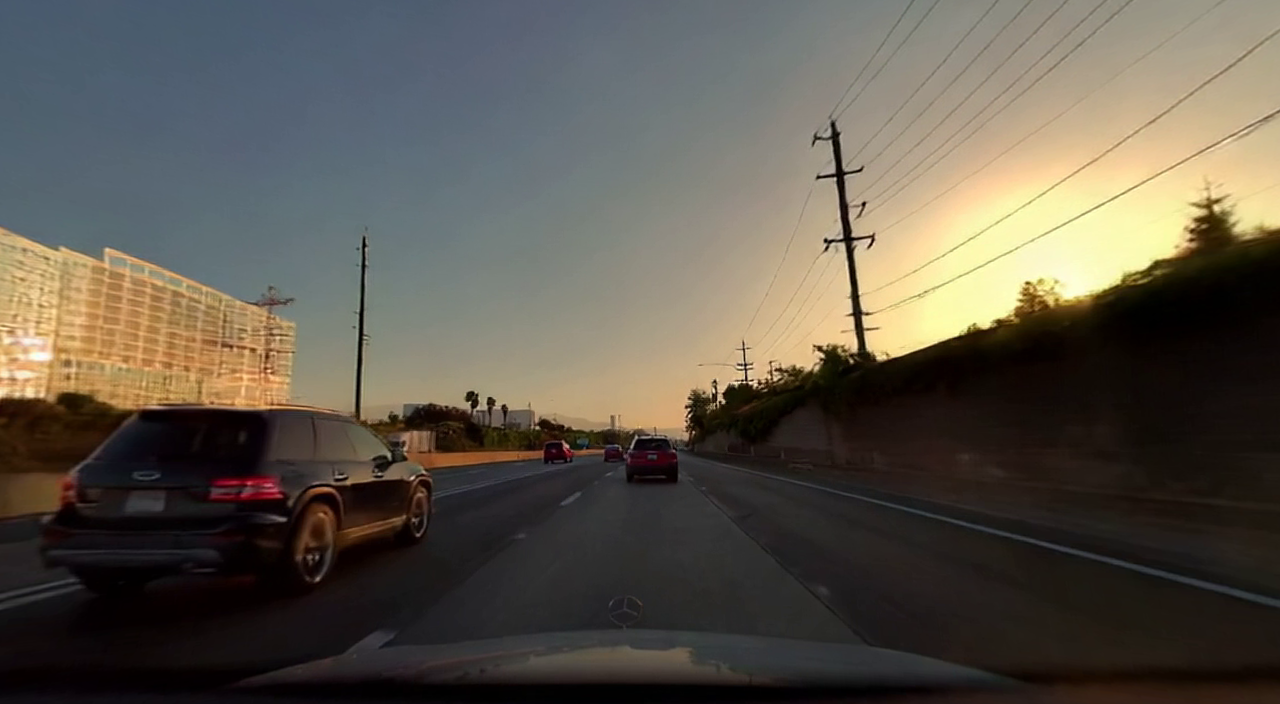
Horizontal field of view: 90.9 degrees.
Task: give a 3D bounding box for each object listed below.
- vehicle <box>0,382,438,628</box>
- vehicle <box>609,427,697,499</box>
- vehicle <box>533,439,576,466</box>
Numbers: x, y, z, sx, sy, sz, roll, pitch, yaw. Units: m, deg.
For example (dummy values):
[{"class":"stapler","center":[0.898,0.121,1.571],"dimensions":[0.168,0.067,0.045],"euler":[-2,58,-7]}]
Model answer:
[{"class":"vehicle","center":[-3.992,1.419,6.802],"dimensions":[2.125,1.764,4.393],"euler":[0,-8,0]},{"class":"vehicle","center":[0.315,2.993,17.374],"dimensions":[2.134,1.733,4.049],"euler":[0,-8,0]},{"class":"vehicle","center":[-6.026,7.107,44.819],"dimensions":[2.220,1.841,4.516],"euler":[0,-8,3]}]
